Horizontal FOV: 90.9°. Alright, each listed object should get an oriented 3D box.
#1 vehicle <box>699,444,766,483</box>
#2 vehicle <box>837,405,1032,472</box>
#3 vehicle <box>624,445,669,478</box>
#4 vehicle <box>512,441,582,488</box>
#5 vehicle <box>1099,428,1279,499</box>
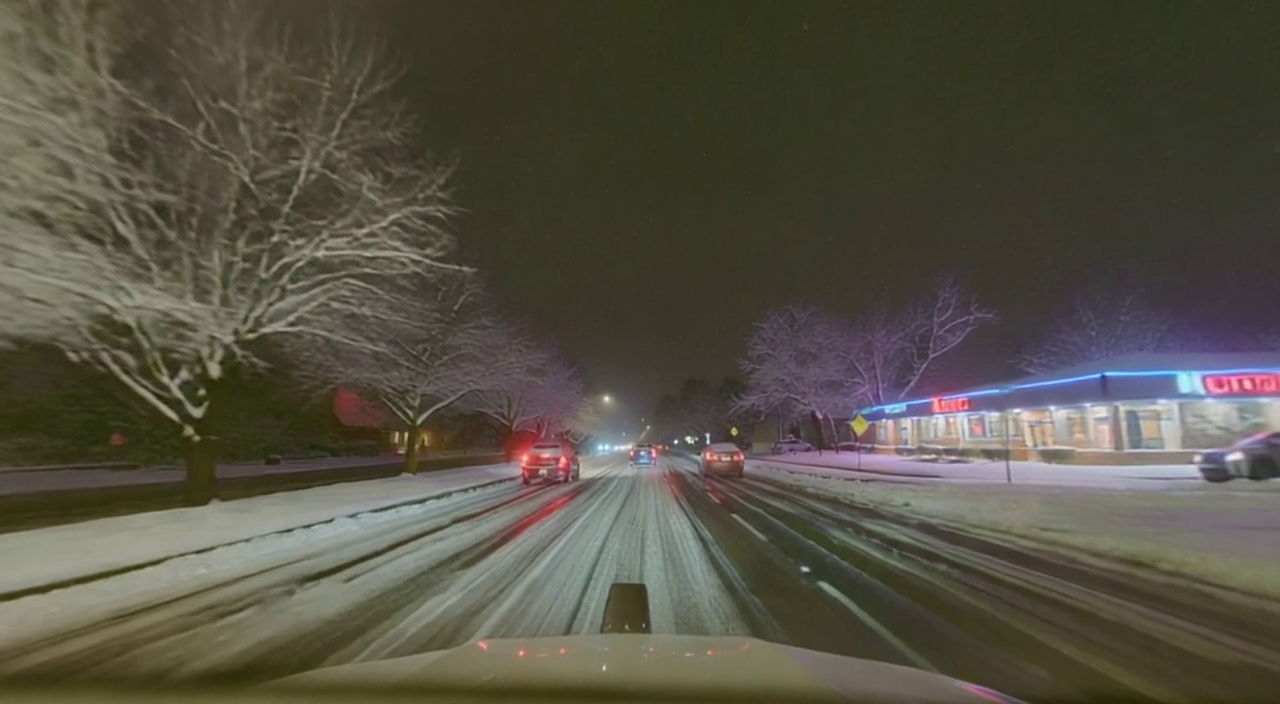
[{"bbox_3d":[3.723,4.543,26.141,2.012,1.462,4.400,0,-8,-1],"label":"vehicle"},{"bbox_3d":[14.853,4.490,32.417,8.343,3.028,3.002,-2,-9,3],"label":"vehicle"},{"bbox_3d":[0.282,5.334,31.108,2.059,1.477,4.216,0,-8,0],"label":"vehicle"},{"bbox_3d":[-3.440,4.244,24.123,1.995,1.607,4.086,0,-8,1],"label":"vehicle"},{"bbox_3d":[14.634,2.740,15.713,4.578,1.620,2.047,-2,-9,12],"label":"vehicle"}]
